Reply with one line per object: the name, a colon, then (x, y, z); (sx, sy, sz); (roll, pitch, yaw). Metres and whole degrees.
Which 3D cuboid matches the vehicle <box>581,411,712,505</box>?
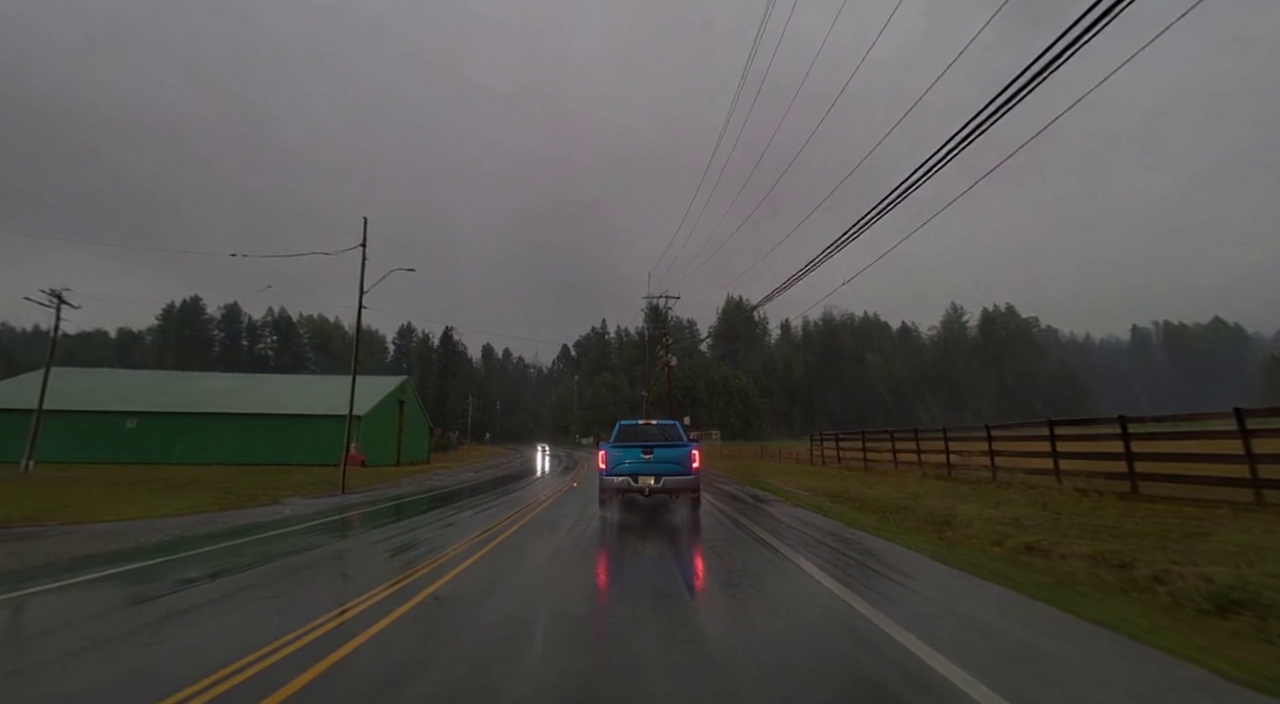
vehicle: (0.007, 2.662, 16.288); (2.693, 1.941, 6.356); (0, -9, -2)
